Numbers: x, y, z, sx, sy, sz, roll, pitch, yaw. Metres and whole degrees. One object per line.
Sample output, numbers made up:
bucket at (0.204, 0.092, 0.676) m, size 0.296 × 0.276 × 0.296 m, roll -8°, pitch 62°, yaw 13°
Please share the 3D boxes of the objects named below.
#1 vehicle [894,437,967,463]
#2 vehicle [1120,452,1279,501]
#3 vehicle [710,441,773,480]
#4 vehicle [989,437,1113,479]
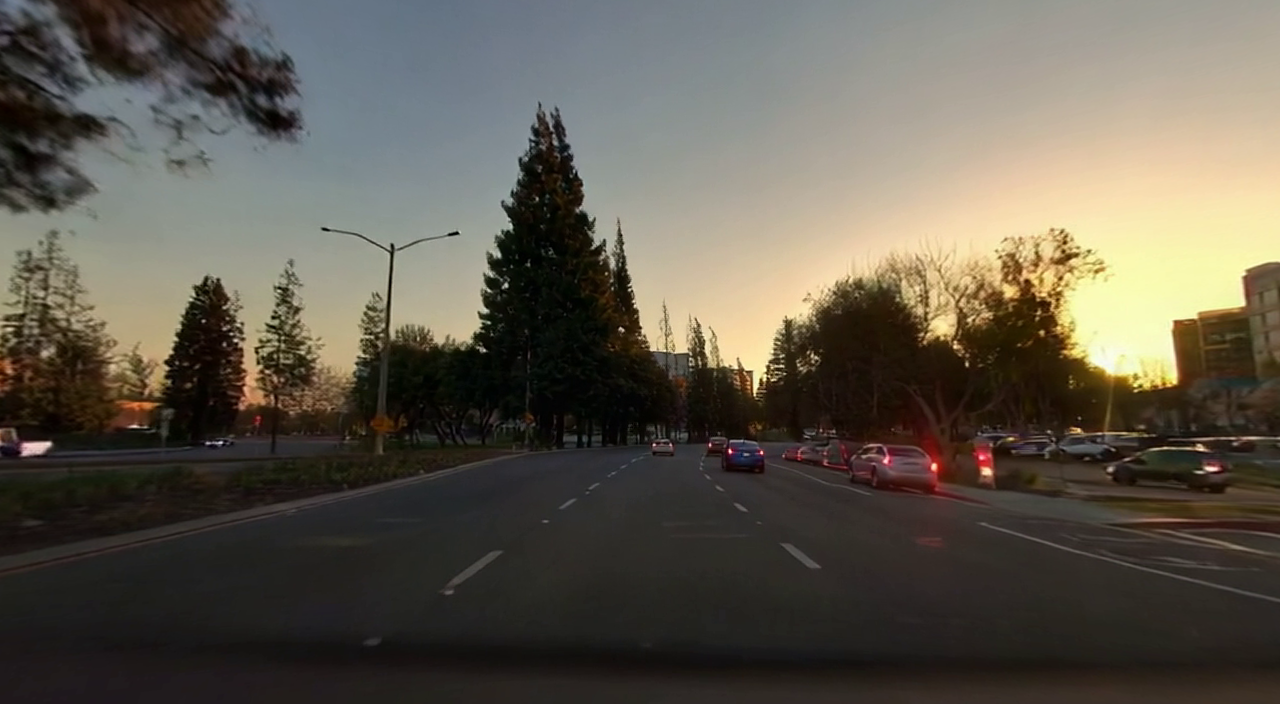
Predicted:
vehicle at (21.283, 7.179, 46.239) m, size 4.480 × 1.754 × 1.956 m, roll 1°, pitch -8°, yaw -14°
vehicle at (19.229, 4.154, 21.460) m, size 1.696 × 1.398 × 4.190 m, roll 3°, pitch -9°, yaw -21°
vehicle at (4.216, 4.560, 26.914) m, size 1.981 × 1.499 × 4.536 m, roll 0°, pitch -8°, yaw 1°
vehicle at (21.734, 5.578, 33.393) m, size 5.456 × 1.919 × 2.222 m, roll 1°, pitch -8°, yaw -15°
